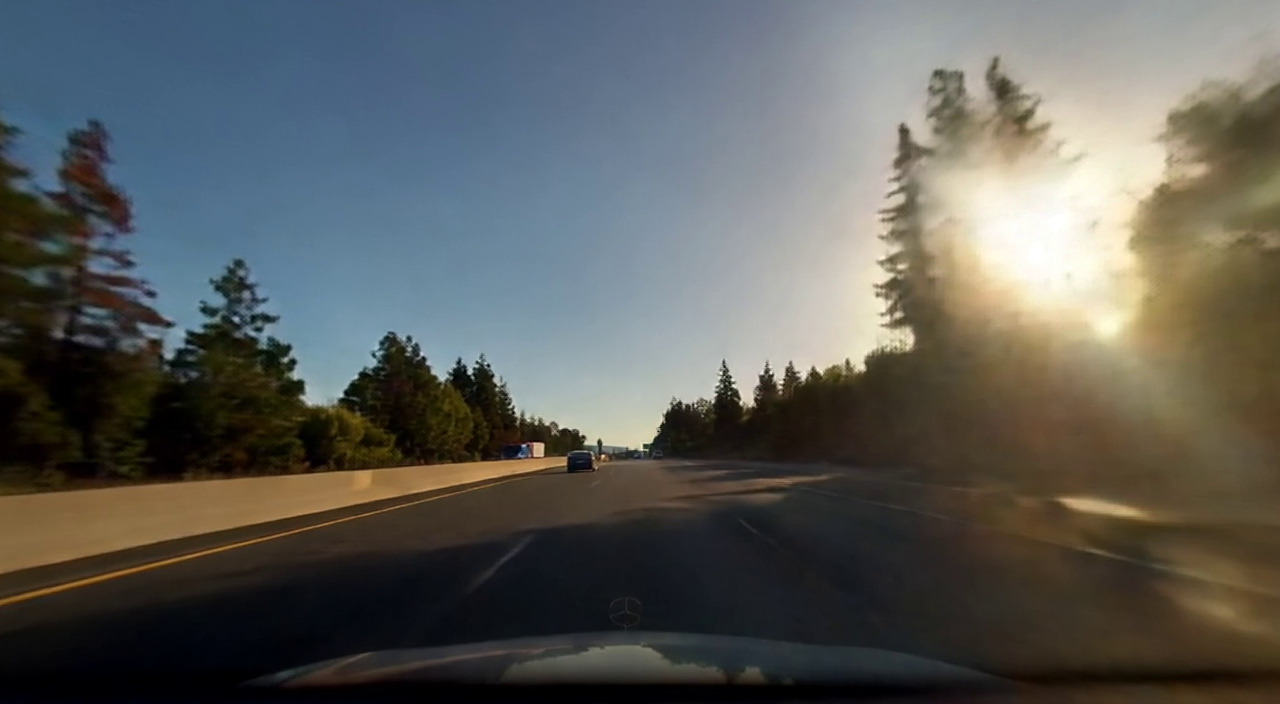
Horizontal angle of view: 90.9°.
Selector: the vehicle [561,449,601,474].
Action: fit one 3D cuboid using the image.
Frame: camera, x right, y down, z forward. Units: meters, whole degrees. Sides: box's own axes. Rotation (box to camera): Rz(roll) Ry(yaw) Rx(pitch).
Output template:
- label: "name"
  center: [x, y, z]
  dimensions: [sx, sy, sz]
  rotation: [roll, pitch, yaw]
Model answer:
- label: "vehicle"
  center: [-3.784, 7.213, 41.639]
  dimensions: [2.128, 1.521, 5.409]
  rotation: [0, -9, 0]
